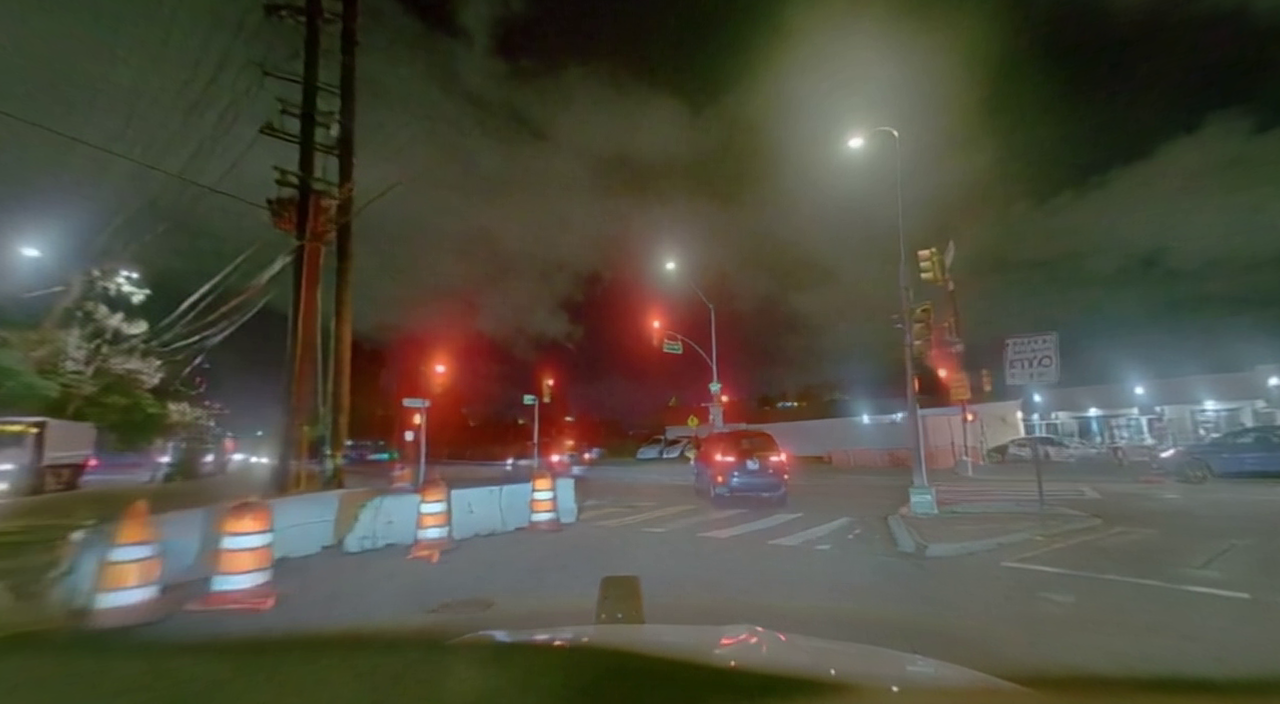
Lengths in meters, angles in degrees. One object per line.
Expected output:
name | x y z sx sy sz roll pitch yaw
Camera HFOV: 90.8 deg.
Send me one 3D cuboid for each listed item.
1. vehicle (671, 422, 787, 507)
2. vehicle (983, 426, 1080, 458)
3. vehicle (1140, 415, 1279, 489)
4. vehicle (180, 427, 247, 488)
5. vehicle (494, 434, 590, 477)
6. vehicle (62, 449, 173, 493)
vehicle | 2.097 2.867 16.653 2.256 1.859 5.118 0 -8 -1
vehicle | 22.070 5.107 35.707 4.382 1.688 1.937 -6 -10 36
vehicle | 16.533 2.615 16.633 4.740 1.802 2.249 -4 -9 25
vehicle | -20.153 4.963 30.017 1.959 2.654 4.078 4 -9 -26
vehicle | -4.996 5.125 31.592 2.206 1.911 5.548 6 -10 -39
vehicle | -23.191 5.252 28.333 2.509 1.731 4.549 3 -9 -23
